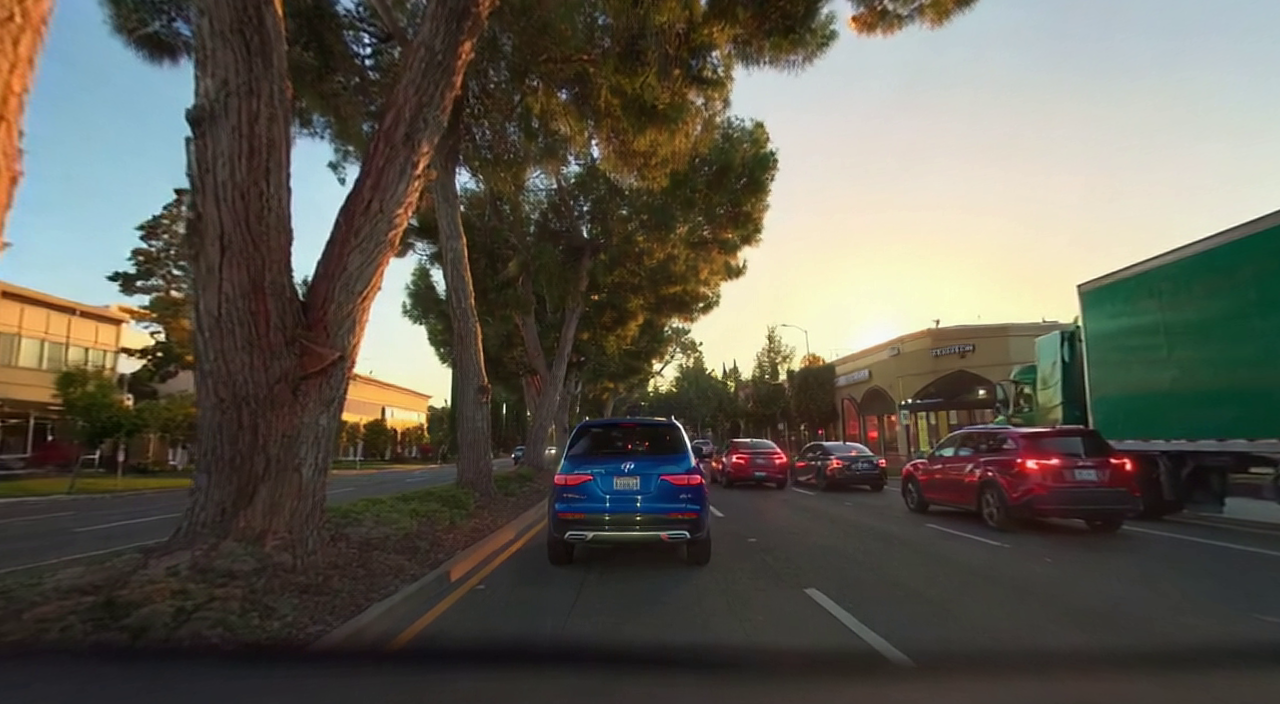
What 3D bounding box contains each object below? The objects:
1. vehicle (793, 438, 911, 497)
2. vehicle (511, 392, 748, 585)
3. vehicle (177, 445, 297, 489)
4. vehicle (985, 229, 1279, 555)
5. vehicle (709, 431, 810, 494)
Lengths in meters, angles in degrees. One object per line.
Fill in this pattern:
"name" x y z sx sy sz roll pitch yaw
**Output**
"vehicle" 6.227 3.433 19.220 2.035 1.553 4.465 0 -9 0
"vehicle" -0.135 1.655 8.384 2.320 1.880 4.192 0 -9 -1
"vehicle" -19.307 5.503 30.658 2.302 1.939 5.221 0 -9 1
"vehicle" 9.978 0.269 6.670 2.879 4.284 17.334 0 -9 0
"vehicle" 3.407 3.274 19.005 2.123 1.648 4.547 0 -9 0
